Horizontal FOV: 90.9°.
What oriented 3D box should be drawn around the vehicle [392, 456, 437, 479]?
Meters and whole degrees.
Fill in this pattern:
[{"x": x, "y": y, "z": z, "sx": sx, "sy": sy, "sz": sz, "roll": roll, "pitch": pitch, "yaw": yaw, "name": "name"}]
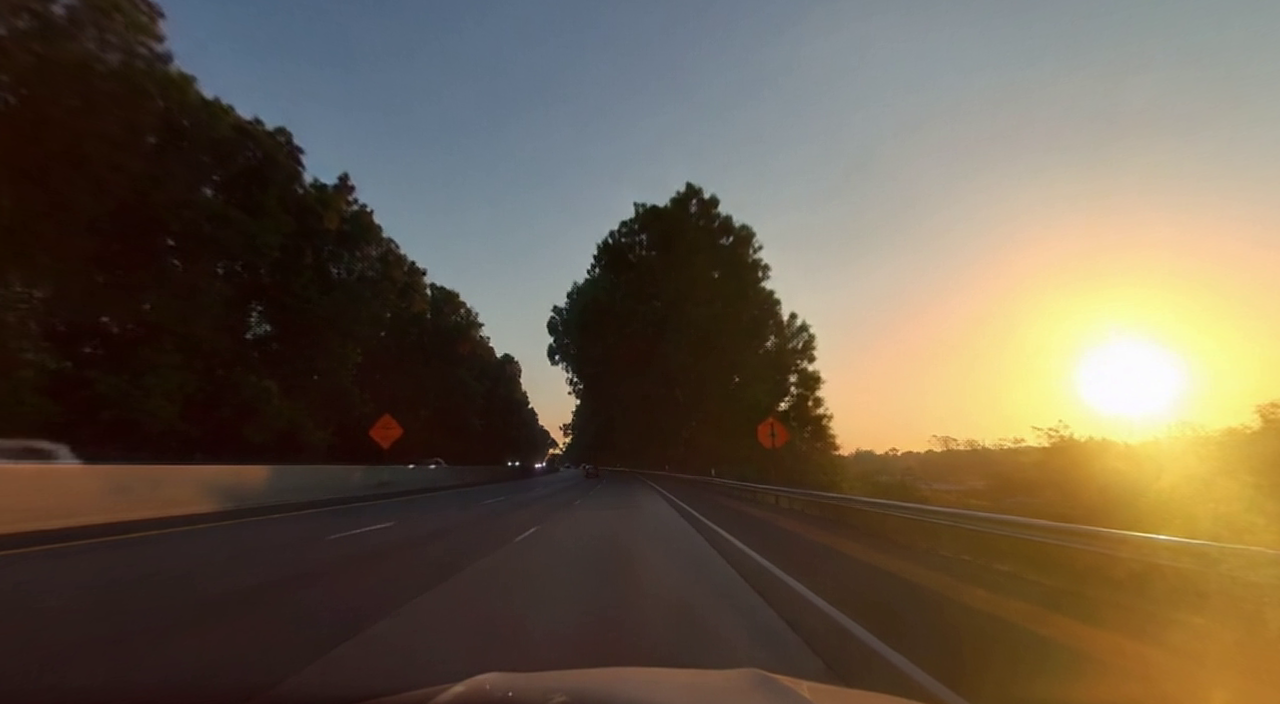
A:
[{"x": -17.205, "y": 8.844, "z": 48.207, "sx": 1.970, "sy": 1.612, "sz": 3.987, "roll": 1, "pitch": -11, "yaw": -1, "name": "vehicle"}]
